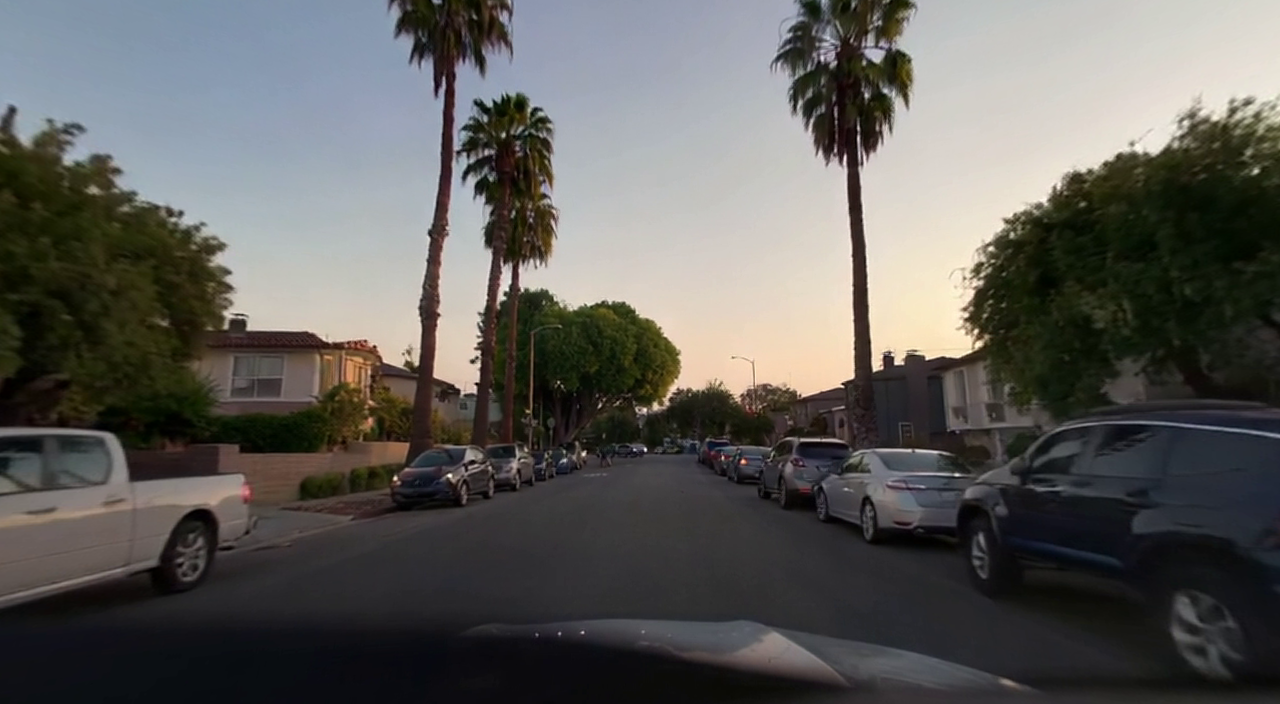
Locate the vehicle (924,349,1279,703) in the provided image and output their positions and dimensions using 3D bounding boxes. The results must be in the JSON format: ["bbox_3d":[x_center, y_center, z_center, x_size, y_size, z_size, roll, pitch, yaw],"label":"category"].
[{"bbox_3d":[4.209,1.244,4.866,1.964,1.889,4.708,1,-9,2],"label":"vehicle"}]

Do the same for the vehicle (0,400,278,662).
[{"bbox_3d":[-5.496,1.353,5.008,2.020,1.819,5.168,-1,-9,2],"label":"vehicle"}]

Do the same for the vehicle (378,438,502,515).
[{"bbox_3d":[-5.247,3.310,17.271,1.947,1.803,4.381,0,-9,0],"label":"vehicle"}]
